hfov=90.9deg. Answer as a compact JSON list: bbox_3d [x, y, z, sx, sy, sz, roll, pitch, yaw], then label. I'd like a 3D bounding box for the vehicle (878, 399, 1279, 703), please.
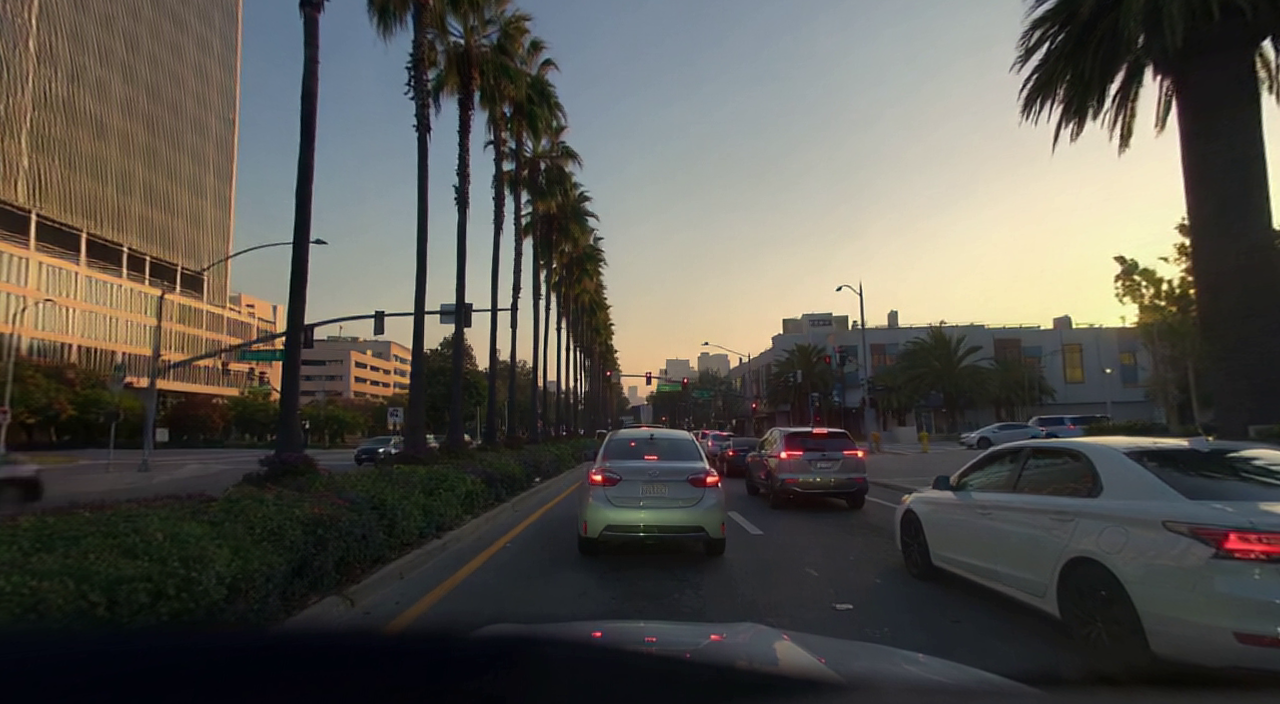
[{"bbox_3d":[3.540,1.226,4.476,1.910,1.490,4.661,0,-8,1],"label":"vehicle"}]

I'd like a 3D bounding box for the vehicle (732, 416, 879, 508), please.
[{"bbox_3d":[3.492,2.425,14.305,2.169,1.751,4.276,0,-8,0],"label":"vehicle"}]

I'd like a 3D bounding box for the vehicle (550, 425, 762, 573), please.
[{"bbox_3d":[0.172,1.788,8.455,2.140,1.474,4.026,0,-8,0],"label":"vehicle"}]

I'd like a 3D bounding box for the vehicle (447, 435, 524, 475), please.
[{"bbox_3d":[-6.048,4.093,25.224,1.822,1.456,4.396,-1,-8,2],"label":"vehicle"}]

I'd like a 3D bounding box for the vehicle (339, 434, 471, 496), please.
[{"bbox_3d":[-6.250,3.053,17.368,1.900,1.487,4.165,0,-8,2],"label":"vehicle"}]
